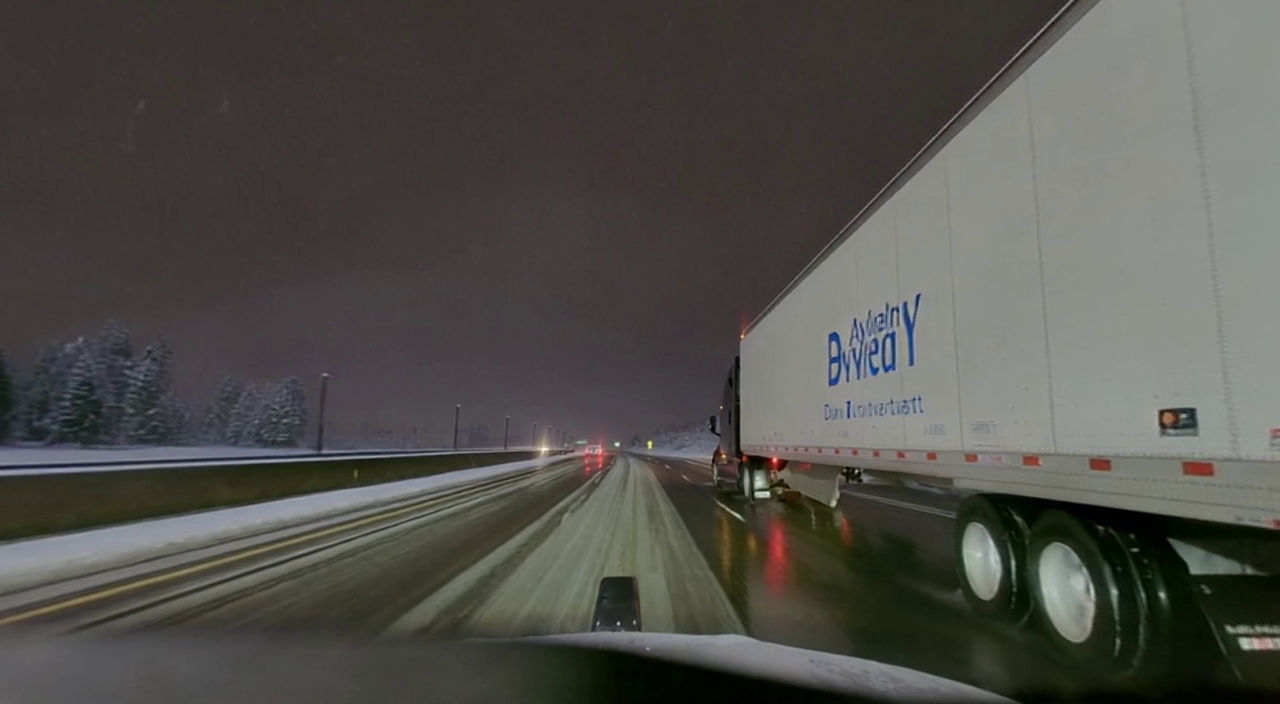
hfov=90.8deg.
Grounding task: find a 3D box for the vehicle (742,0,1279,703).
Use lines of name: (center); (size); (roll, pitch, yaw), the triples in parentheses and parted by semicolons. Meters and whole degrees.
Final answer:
vehicle: (3.902, 0.563, 8.662); (2.962, 4.132, 12.720); (0, -8, 1)
